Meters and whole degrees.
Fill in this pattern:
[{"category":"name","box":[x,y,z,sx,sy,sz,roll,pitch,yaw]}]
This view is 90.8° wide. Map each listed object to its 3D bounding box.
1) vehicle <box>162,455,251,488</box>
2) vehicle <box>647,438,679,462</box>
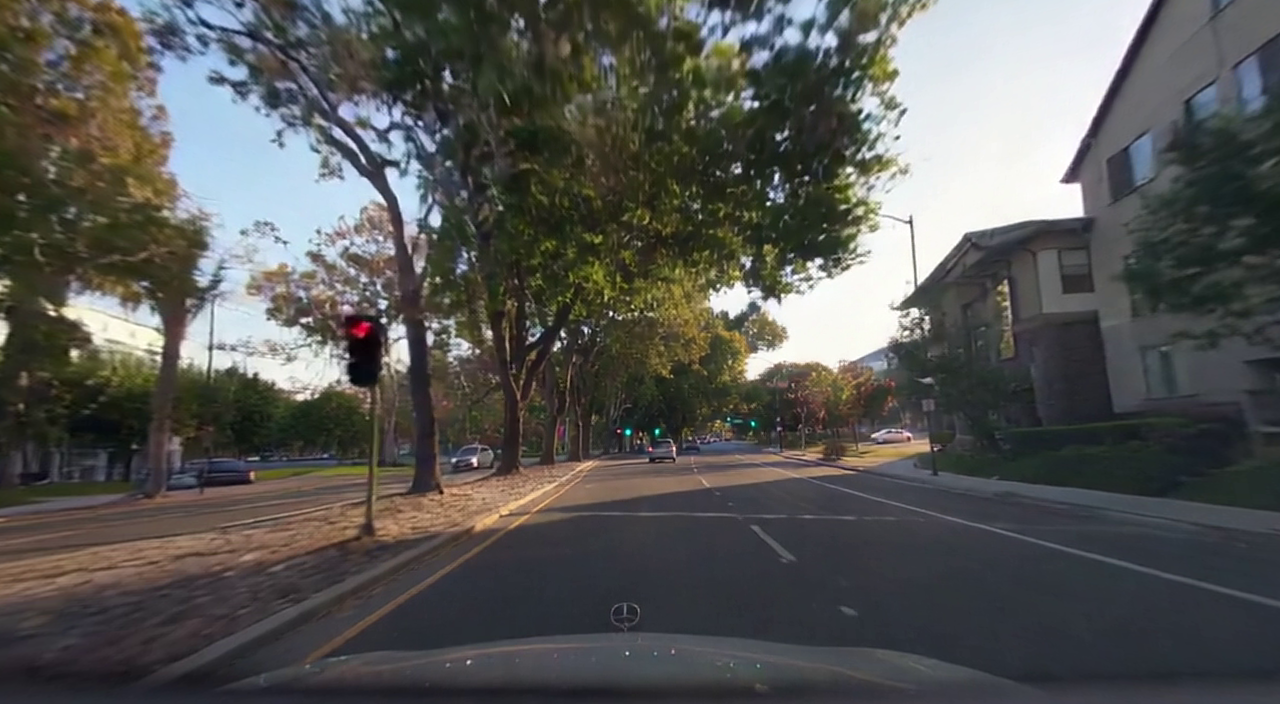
[{"category":"vehicle","box":[-24.783,6.809,36.328,1.956,1.637,4.323,-2,-8,3]},{"category":"vehicle","box":[1.633,6.823,44.069,2.037,1.568,3.693,-1,-8,4]}]
